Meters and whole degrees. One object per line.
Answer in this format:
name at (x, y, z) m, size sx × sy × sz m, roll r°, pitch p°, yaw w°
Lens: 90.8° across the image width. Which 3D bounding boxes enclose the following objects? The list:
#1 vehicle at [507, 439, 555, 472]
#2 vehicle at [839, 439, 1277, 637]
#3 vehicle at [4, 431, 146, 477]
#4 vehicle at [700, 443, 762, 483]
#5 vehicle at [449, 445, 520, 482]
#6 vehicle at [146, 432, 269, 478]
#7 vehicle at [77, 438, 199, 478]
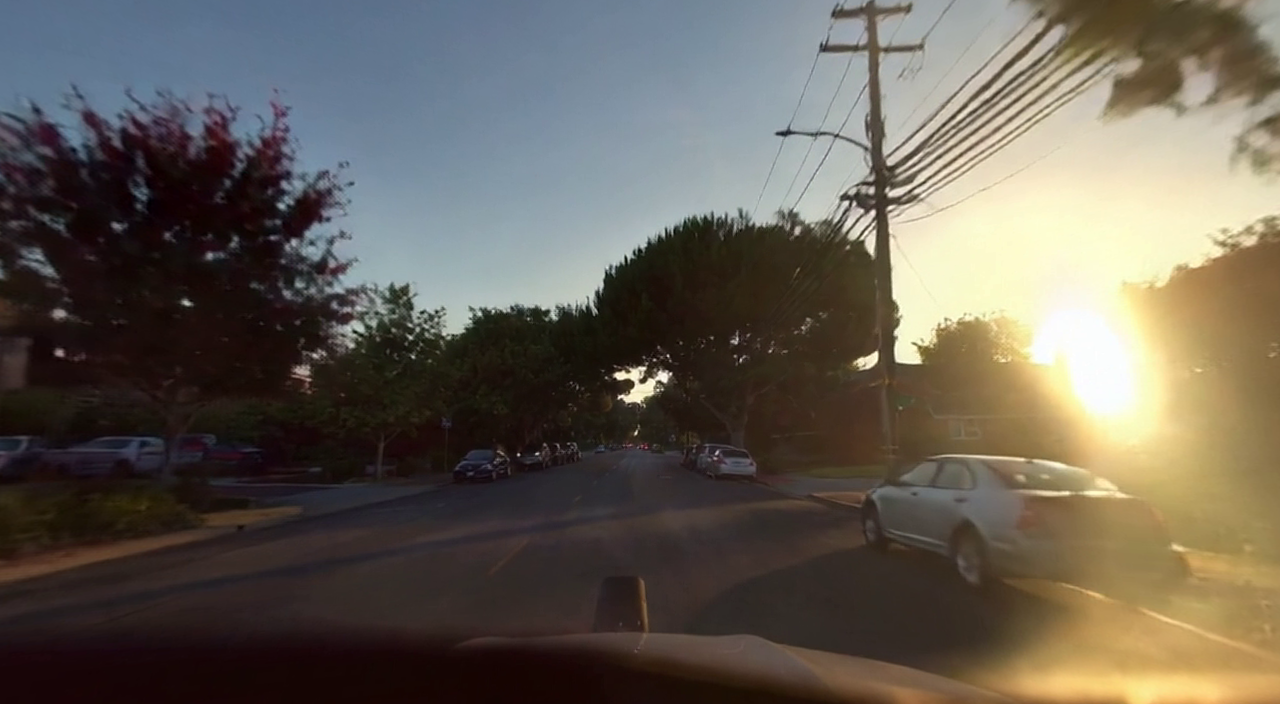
vehicle at (-6.490, 6.207, 38.076) m, size 2.031 × 1.799 × 4.587 m, roll 0°, pitch -9°, yaw 0°
vehicle at (3.757, 1.687, 6.759) m, size 1.782 × 1.439 × 4.037 m, roll 0°, pitch -9°, yaw -3°
vehicle at (-23.235, 4.212, 26.243) m, size 1.879 × 1.761 × 4.199 m, roll 0°, pitch -9°, yaw 1°
vehicle at (3.548, 4.410, 25.401) m, size 1.763 × 1.432 × 4.323 m, roll 0°, pitch -9°, yaw -1°
vehicle at (-6.599, 4.766, 27.302) m, size 2.031 × 1.454 × 4.410 m, roll 0°, pitch -9°, yaw -1°
vehicle at (-17.949, 4.290, 26.557) m, size 1.925 × 1.750 × 4.489 m, roll 0°, pitch -9°, yaw 0°
vehicle at (-20.346, 4.291, 25.845) m, size 1.791 × 1.500 × 3.846 m, roll 0°, pitch -9°, yaw 1°
